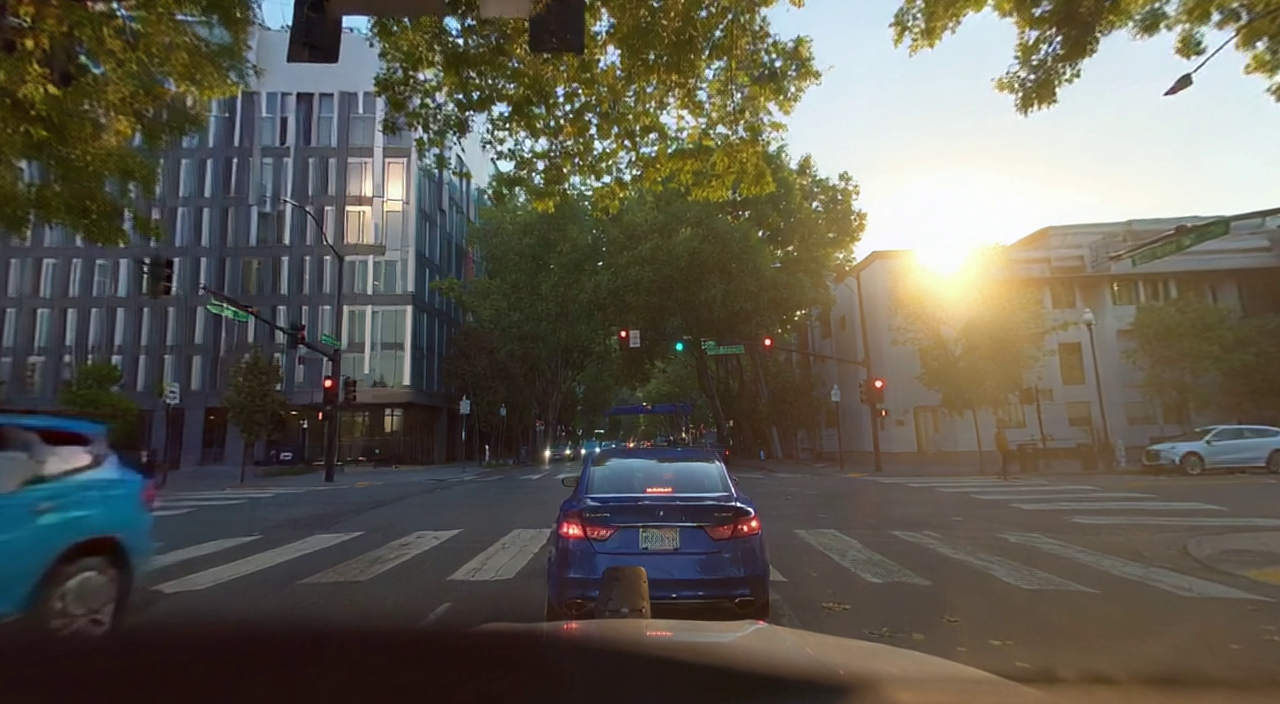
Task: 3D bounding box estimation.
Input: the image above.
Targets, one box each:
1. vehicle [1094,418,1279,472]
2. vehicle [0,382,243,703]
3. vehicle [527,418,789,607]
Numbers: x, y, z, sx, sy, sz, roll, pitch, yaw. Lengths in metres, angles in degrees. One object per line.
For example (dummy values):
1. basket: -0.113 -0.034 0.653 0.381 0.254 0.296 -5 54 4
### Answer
1. vehicle: 19.122 3.270 22.220 4.675 1.772 1.945 0 -8 0
2. vehicle: -4.465 1.014 3.148 2.006 1.756 4.599 0 -8 -1
3. vehicle: -0.143 1.653 7.492 1.893 1.532 4.145 2 -9 -16
